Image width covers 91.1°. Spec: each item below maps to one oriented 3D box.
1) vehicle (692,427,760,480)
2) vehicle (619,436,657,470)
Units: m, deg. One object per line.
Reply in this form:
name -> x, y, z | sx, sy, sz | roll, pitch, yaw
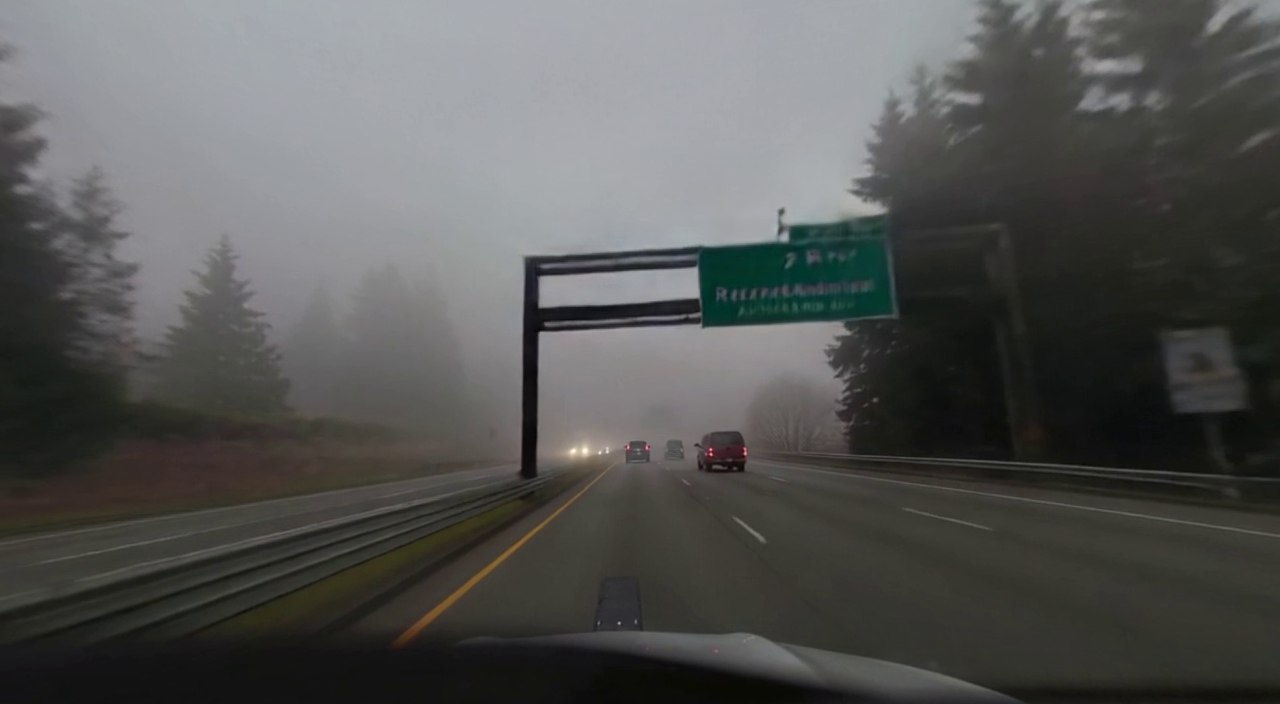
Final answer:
vehicle -> 3.425, 4.172, 25.938 | 1.981, 1.984, 4.623 | 0, -9, -2
vehicle -> -0.149, 6.157, 38.266 | 2.192, 1.912, 4.524 | 0, -9, -1
